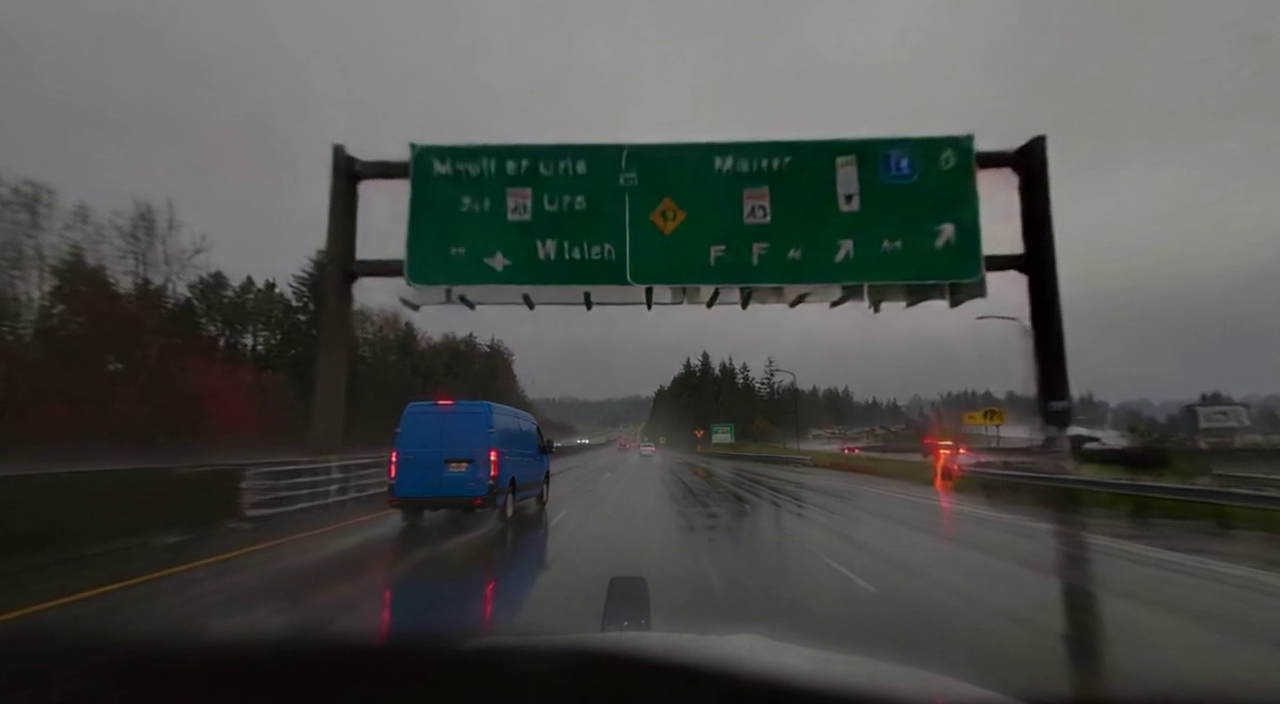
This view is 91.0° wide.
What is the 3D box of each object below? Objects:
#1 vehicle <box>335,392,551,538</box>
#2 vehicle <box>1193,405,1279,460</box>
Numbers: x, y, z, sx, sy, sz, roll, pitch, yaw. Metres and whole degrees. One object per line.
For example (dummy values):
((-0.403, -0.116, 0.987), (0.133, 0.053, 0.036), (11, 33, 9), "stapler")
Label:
((-3.067, 1.901, 11.112), (2.281, 2.025, 4.586), (0, -8, 1), "vehicle")
((33.816, 4.506, 35.001), (2.207, 2.820, 5.493), (-3, -9, 16), "vehicle")
